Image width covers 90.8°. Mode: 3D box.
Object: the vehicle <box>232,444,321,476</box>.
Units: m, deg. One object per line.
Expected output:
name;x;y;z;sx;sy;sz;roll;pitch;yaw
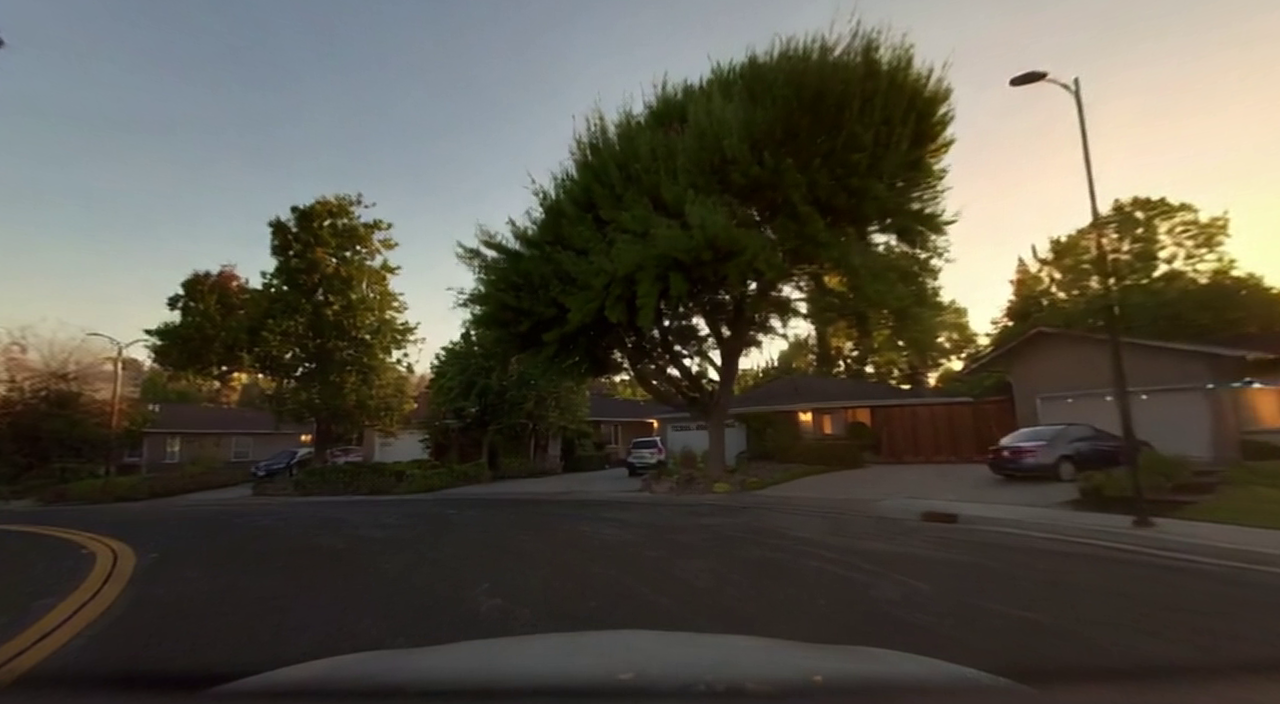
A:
vehicle;-19.979;5.922;34.939;2.042;1.633;4.132;-1;-9;8

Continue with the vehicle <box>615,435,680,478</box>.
vehicle;0.397;4.176;25.749;1.819;1.442;4.329;-2;-6;12

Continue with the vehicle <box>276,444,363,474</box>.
vehicle;-17.353;5.801;34.461;1.933;1.477;4.361;-1;-9;9

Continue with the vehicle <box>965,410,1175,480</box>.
vehicle;11.440;2.432;16.856;4.799;1.451;2.144;-1;-8;-21
